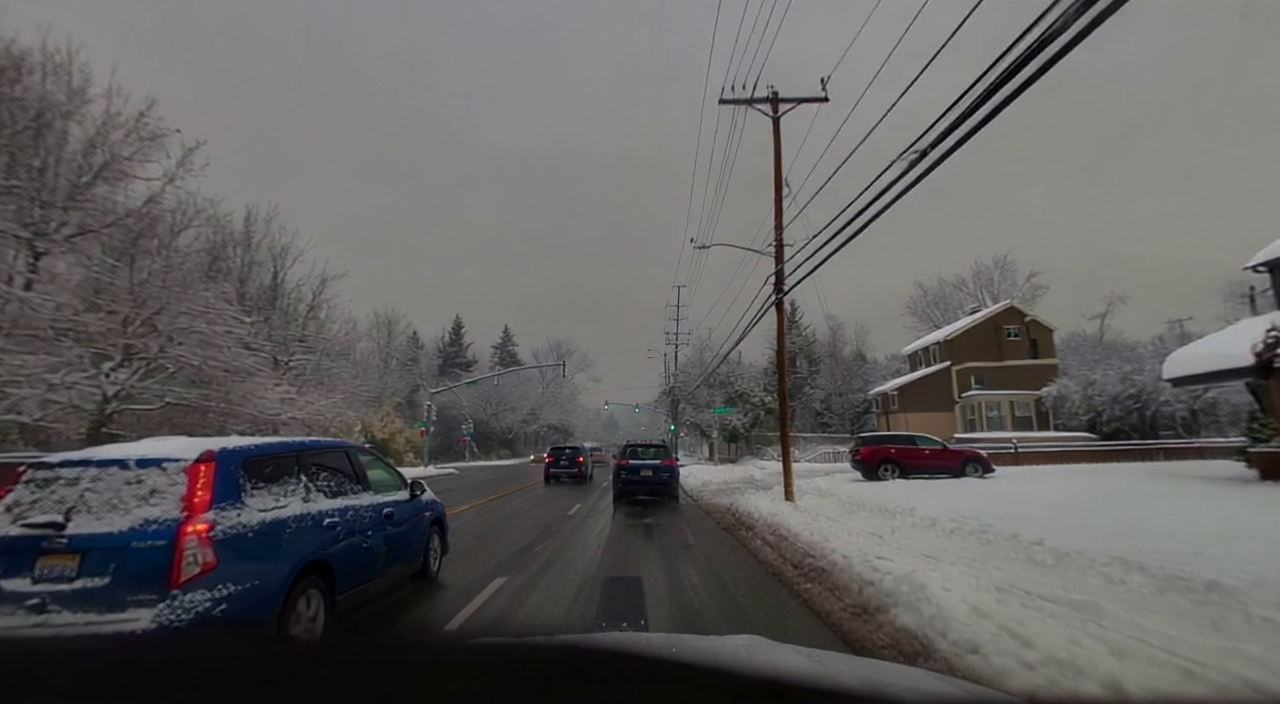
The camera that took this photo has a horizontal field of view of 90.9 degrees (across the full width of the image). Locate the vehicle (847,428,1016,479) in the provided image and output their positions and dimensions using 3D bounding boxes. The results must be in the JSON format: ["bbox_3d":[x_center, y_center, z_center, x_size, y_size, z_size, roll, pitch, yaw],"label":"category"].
[{"bbox_3d":[9.228,3.249,20.256,4.456,1.504,1.914,0,-9,0],"label":"vehicle"}]

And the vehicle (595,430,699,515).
[{"bbox_3d":[0.143,2.779,14.950,2.120,1.718,3.909,0,-9,0],"label":"vehicle"}]

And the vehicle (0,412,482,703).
[{"bbox_3d":[-2.841,1.334,4.749,1.968,1.472,4.685,-1,-9,2],"label":"vehicle"}]

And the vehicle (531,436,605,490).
[{"bbox_3d":[-2.469,3.958,22.682,2.000,1.737,4.133,-1,-9,2],"label":"vehicle"}]
